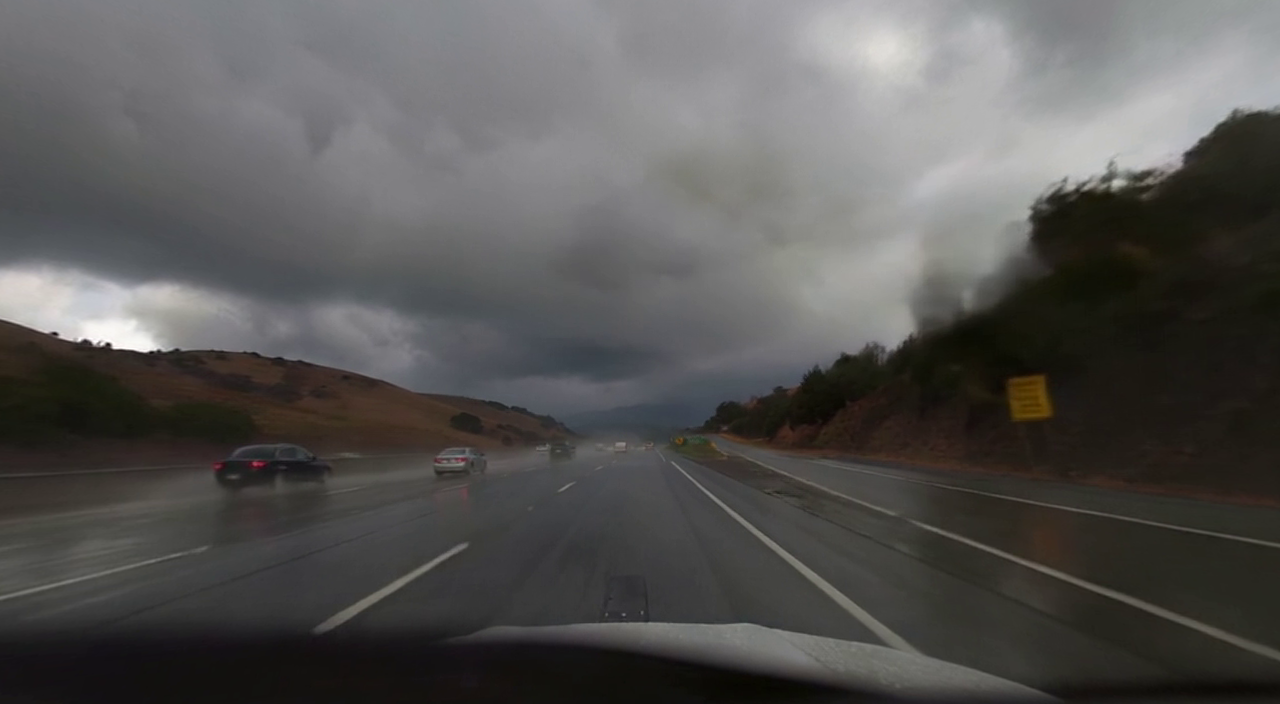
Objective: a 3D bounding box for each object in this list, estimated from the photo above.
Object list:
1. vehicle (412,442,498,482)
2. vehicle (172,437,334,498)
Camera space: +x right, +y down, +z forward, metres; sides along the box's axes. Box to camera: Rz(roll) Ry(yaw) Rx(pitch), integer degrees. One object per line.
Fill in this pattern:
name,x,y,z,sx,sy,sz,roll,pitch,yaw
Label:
vehicle,-7.533,4.522,26.194,2.107,1.484,4.449,0,-9,1
vehicle,-11.686,3.506,19.535,2.020,1.645,4.629,0,-9,1
